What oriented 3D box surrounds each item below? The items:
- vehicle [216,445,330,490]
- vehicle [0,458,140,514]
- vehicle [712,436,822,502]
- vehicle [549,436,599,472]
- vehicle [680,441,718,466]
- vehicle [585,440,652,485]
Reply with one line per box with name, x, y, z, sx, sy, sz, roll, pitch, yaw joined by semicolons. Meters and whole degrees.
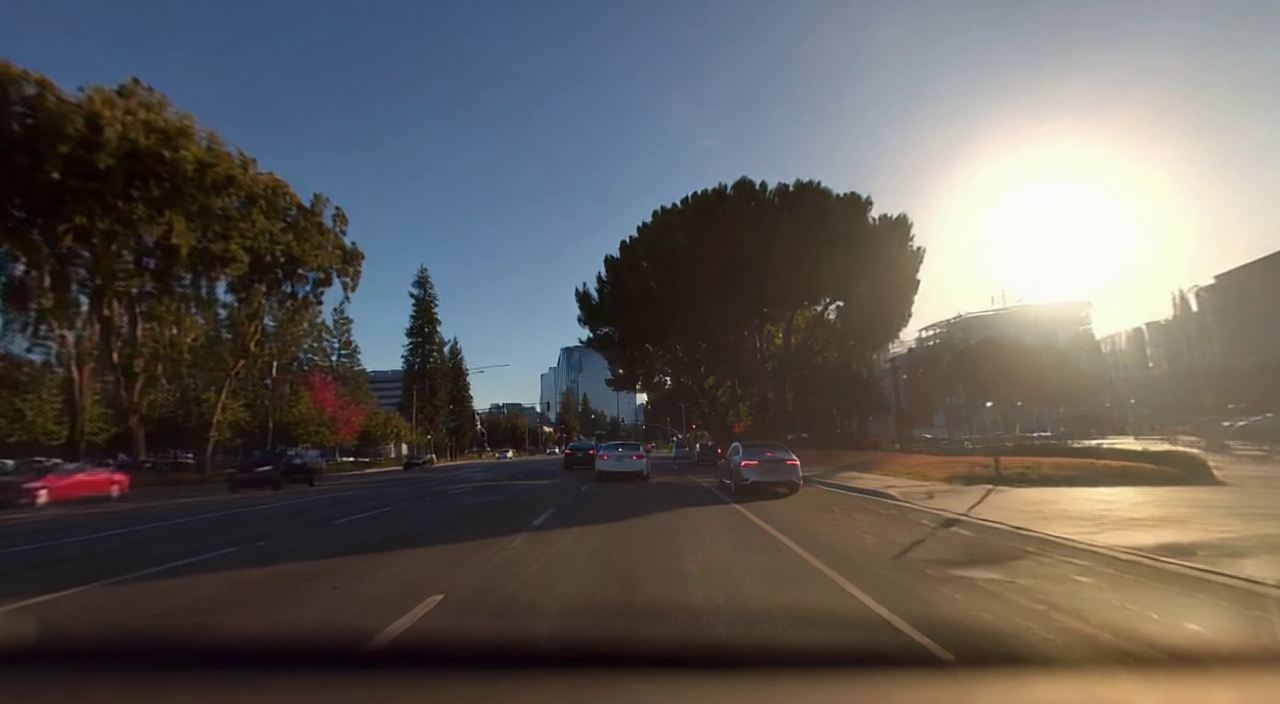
vehicle;-15.267;4.798;26.580;1.957;1.732;4.568;0;-9;1
vehicle;-19.278;4.278;20.584;1.984;1.481;4.752;0;-9;0
vehicle;3.171;3.016;16.686;1.948;1.474;4.360;0;-9;-1
vehicle;-3.325;5.264;32.824;2.023;1.720;4.452;-1;-9;1
vehicle;3.695;6.449;40.244;1.913;1.463;4.198;0;-9;-1
vehicle;-0.663;3.877;22.426;1.971;1.433;3.923;-1;-9;4
